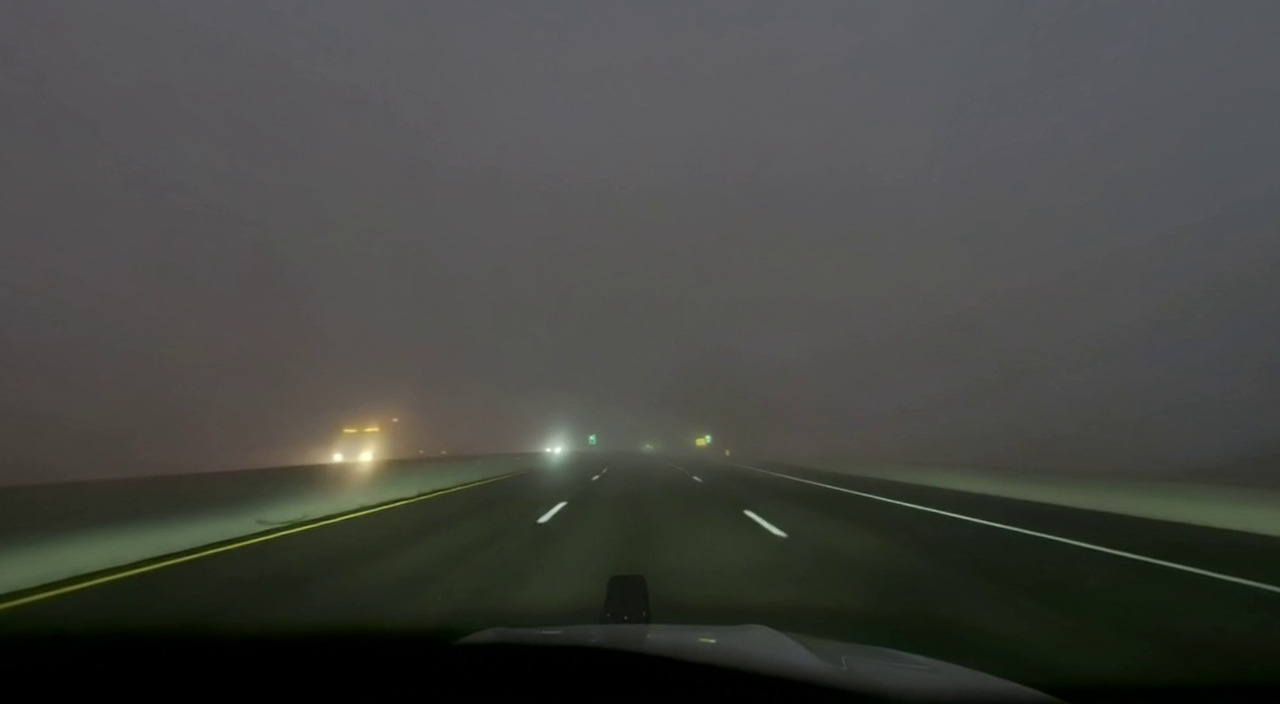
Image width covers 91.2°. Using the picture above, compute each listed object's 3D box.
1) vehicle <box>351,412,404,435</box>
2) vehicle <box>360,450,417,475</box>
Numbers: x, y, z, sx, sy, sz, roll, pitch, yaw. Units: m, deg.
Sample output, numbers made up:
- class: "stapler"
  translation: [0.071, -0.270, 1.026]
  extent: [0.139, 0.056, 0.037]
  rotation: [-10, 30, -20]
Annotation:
- class: "vehicle"
  translation: [-20.247, 5.574, 48.605]
  extent: [2.010, 1.679, 4.548]
  rotation: [0, -7, 2]
- class: "vehicle"
  translation: [-16.389, 7.202, 41.154]
  extent: [1.853, 1.544, 4.416]
  rotation: [0, -8, 1]
